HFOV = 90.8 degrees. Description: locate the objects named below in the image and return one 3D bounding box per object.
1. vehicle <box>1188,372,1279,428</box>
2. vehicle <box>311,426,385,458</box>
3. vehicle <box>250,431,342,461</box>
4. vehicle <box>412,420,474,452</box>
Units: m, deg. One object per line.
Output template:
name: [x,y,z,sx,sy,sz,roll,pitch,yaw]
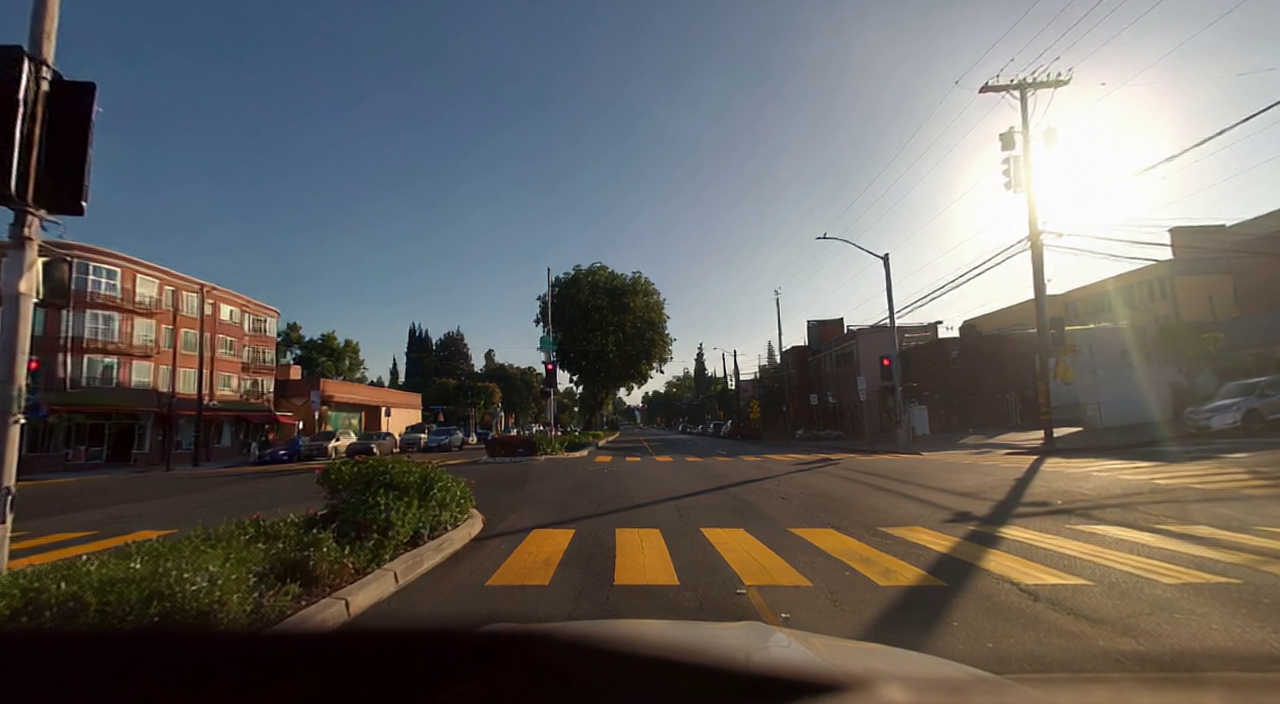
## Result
vehicle: [22.362,1.621,22.230,4.531,1.753,1.964,-2,-2,-5]
vehicle: [-18.259,5.677,39.848,2.225,1.871,5.189,0,-8,0]
vehicle: [-18.058,4.973,33.517,1.939,1.430,5.533,0,-8,-2]
vehicle: [-11.754,5.114,38.095,2.118,1.809,4.591,0,-8,2]
